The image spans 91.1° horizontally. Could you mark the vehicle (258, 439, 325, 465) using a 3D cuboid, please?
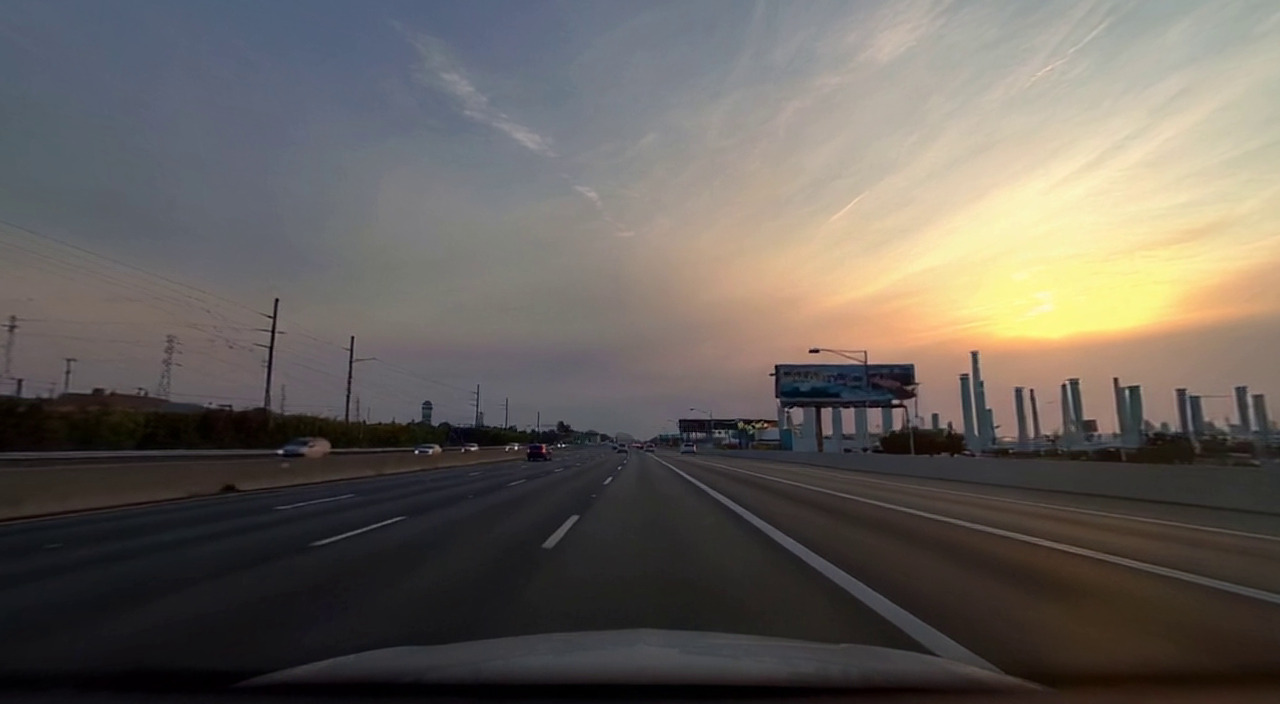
[{"bbox_3d":[-25.323,7.301,45.815,2.080,1.769,4.677,0,-9,1],"label":"vehicle"}]
